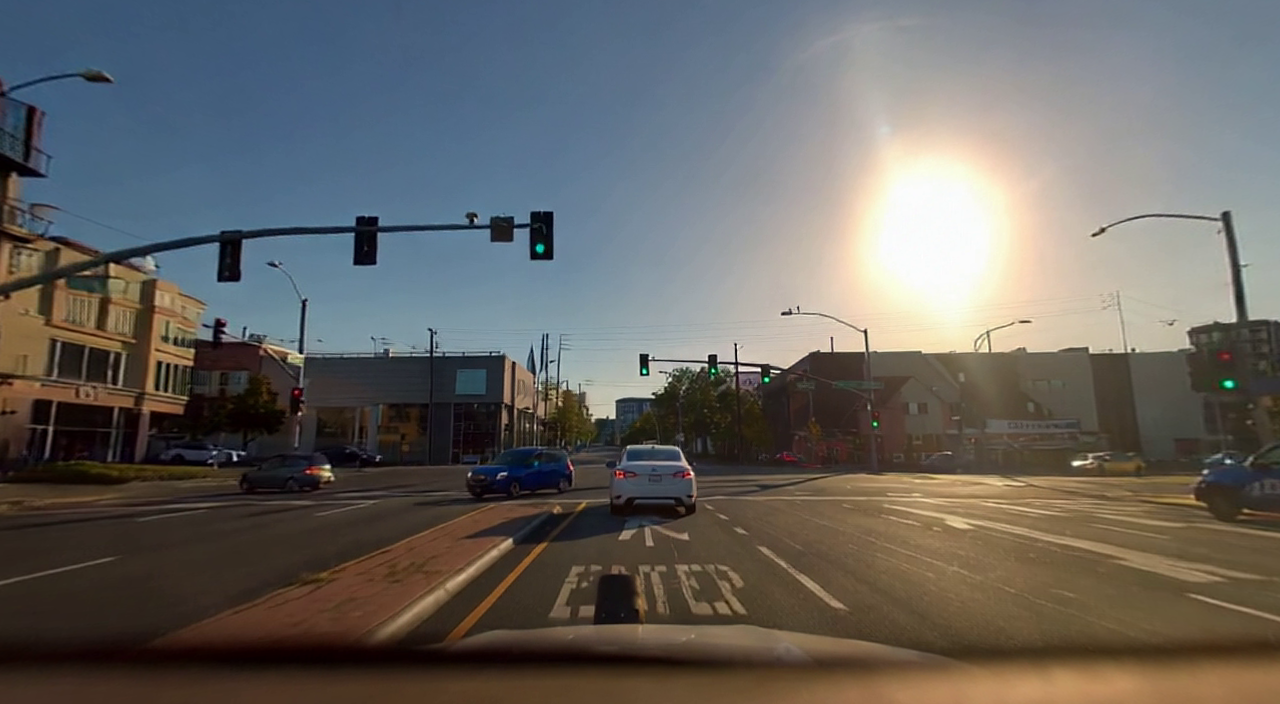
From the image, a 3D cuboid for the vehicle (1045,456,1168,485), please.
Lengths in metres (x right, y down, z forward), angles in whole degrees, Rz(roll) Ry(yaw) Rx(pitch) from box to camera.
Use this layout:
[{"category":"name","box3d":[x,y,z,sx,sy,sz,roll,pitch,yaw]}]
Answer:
[{"category":"vehicle","box3d":[23.593,5.988,32.042,4.684,1.412,1.995,0,-9,-2]}]

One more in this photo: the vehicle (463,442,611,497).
[{"category":"vehicle","box3d":[-3.342,3.640,20.007,4.626,1.489,2.213,-8,-12,42]}]

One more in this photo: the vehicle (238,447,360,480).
[{"category":"vehicle","box3d":[-15.511,5.088,28.879,4.531,1.434,1.841,-1,-9,4]}]

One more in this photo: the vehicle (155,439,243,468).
[{"category":"vehicle","box3d":[-30.764,7.056,44.200,1.999,1.702,4.557,-2,-7,29]}]

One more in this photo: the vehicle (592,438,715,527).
[{"category":"vehicle","box3d":[0.184,2.533,12.831,2.067,1.471,4.241,0,-9,-1]}]
